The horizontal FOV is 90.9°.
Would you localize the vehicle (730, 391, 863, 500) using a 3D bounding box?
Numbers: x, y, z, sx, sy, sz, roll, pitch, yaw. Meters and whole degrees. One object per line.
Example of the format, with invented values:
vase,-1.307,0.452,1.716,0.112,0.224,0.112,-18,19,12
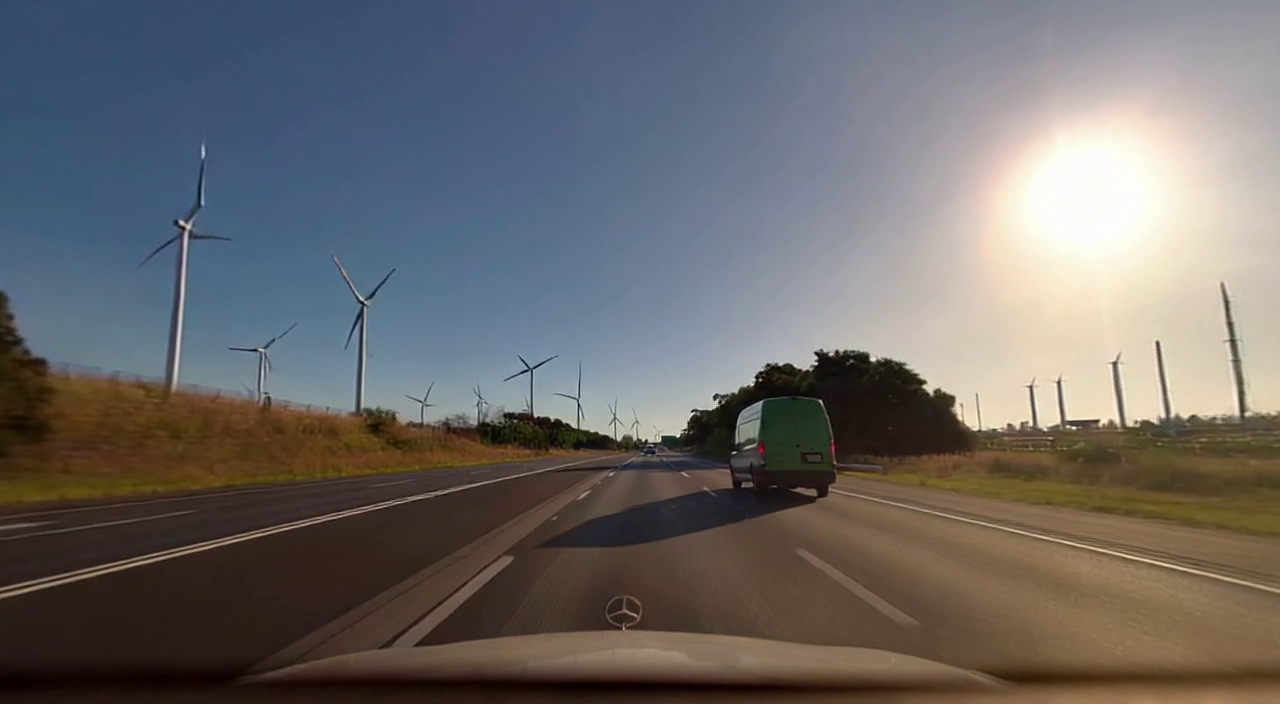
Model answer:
vehicle,4.372,2.789,18.788,2.437,2.735,5.507,0,-9,-1
